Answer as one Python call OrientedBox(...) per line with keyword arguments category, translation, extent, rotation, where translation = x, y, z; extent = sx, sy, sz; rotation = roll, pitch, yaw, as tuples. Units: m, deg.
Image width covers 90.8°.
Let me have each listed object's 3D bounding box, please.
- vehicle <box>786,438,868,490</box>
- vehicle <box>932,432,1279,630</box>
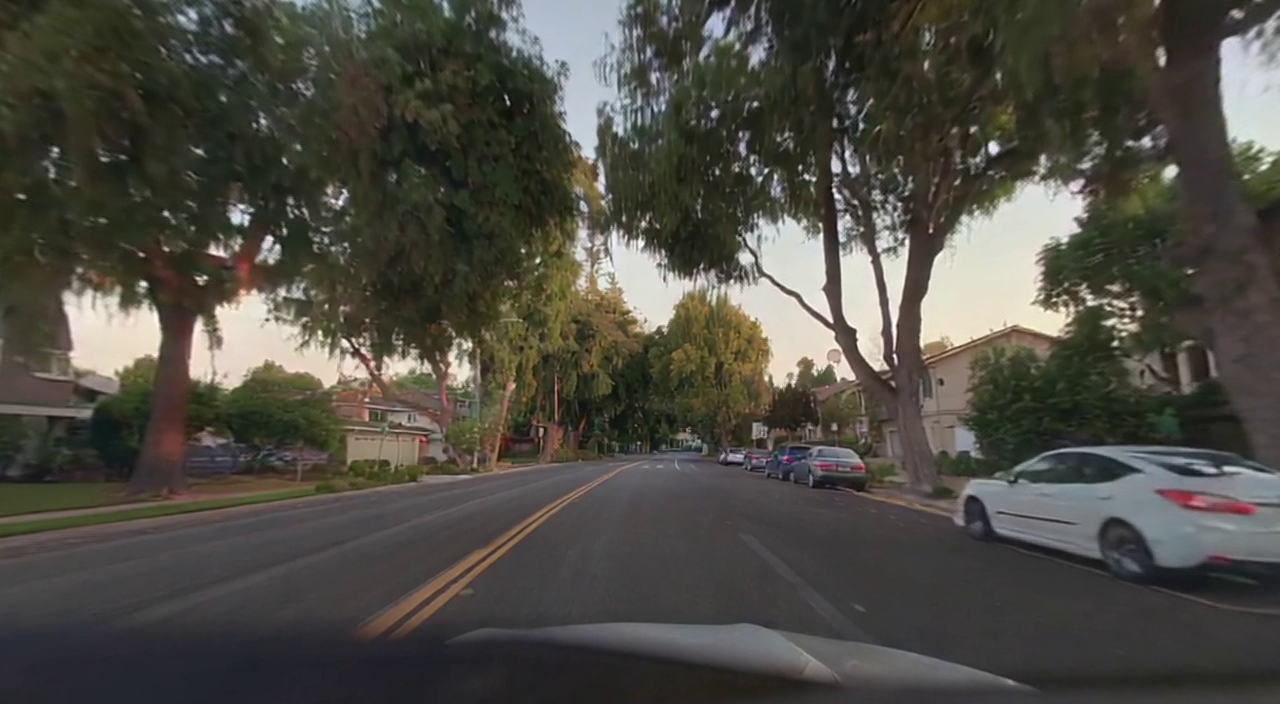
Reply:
OrientedBox(category="vehicle", translation=(6.495, 3.915, 22.404), extent=(1.798, 1.669, 3.626), rotation=(0, -9, 0))
OrientedBox(category="vehicle", translation=(5.547, 1.729, 7.309), extent=(2.085, 1.485, 4.932), rotation=(0, -9, 2))
